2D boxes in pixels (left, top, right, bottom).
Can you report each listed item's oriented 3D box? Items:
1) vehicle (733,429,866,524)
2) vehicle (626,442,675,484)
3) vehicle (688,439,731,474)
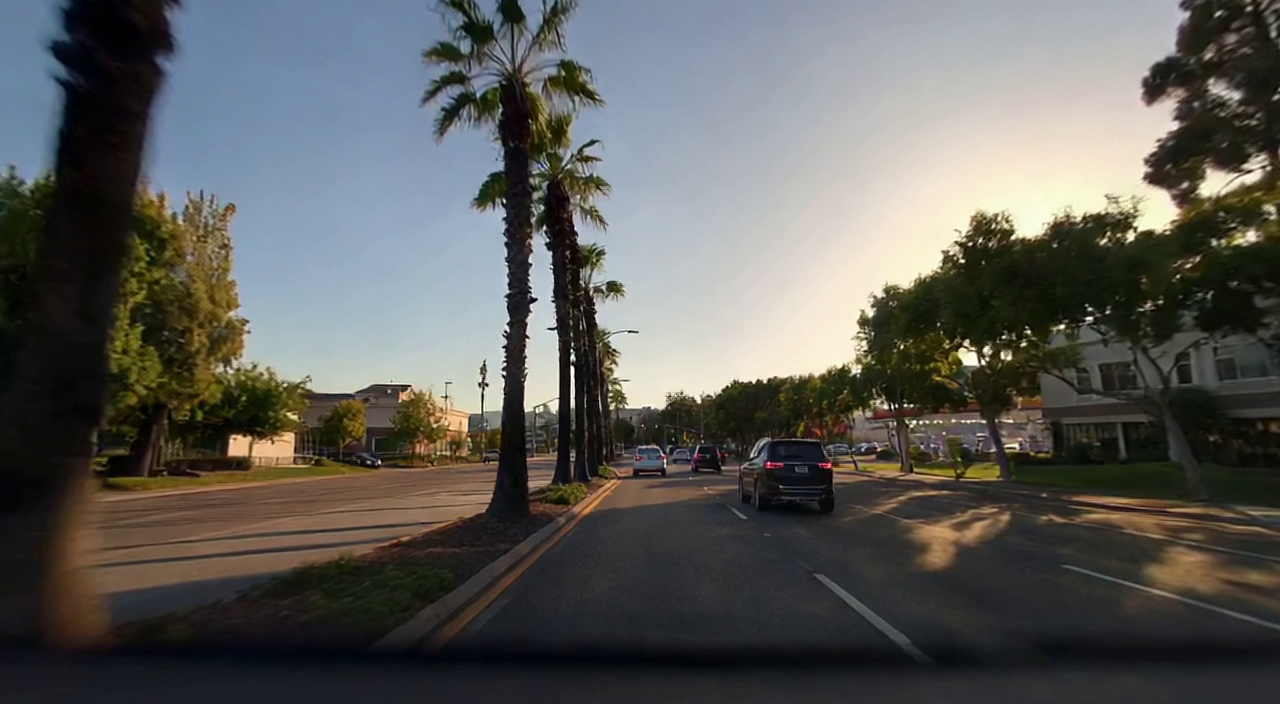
[{"bbox_3d":[3.285,2.621,13.818,1.872,1.752,3.896,0,-8,0],"label":"vehicle"},{"bbox_3d":[0.444,4.786,27.461,1.991,1.664,3.814,0,-8,0],"label":"vehicle"},{"bbox_3d":[4.227,6.431,39.032,2.154,1.975,4.634,0,-8,0],"label":"vehicle"}]
